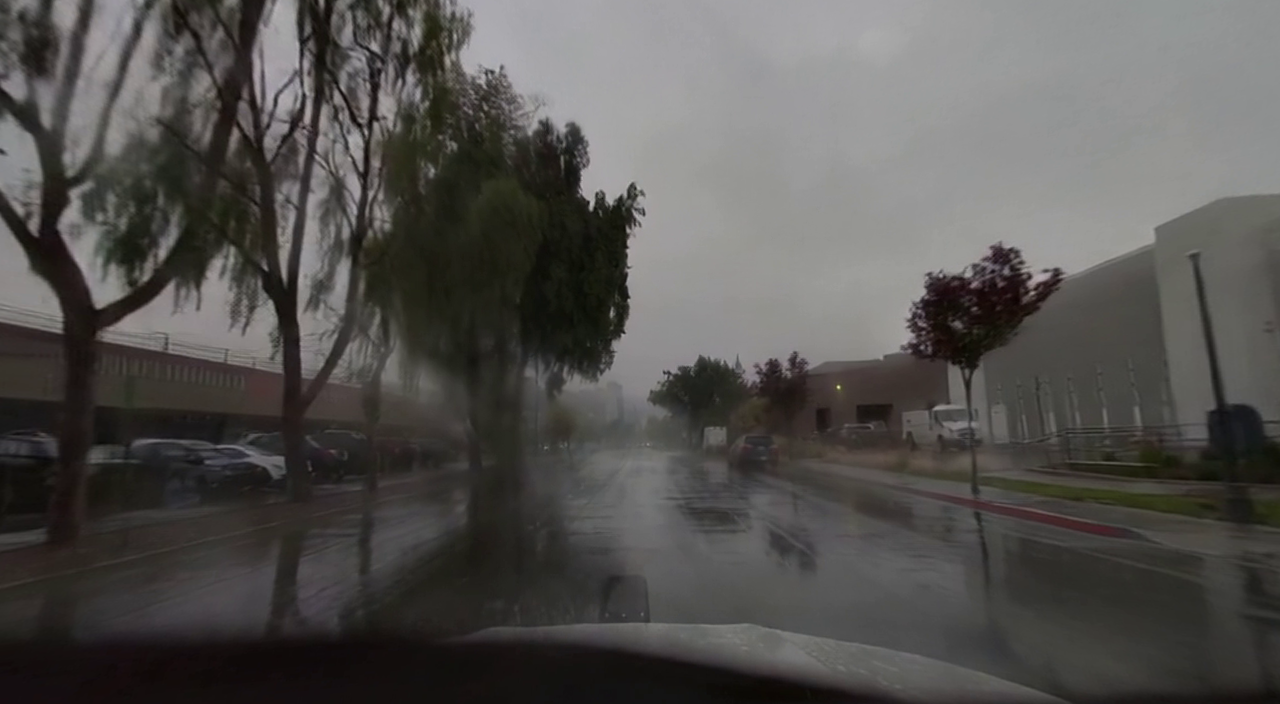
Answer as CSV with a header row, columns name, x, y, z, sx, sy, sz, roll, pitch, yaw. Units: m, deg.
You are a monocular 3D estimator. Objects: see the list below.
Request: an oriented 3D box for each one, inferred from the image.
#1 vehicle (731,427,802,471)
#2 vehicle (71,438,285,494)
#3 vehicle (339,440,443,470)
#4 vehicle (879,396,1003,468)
name,x,y,z,sx,sy,sz,roll,pitch,yaw
vehicle,6.153,4.789,31.352,2.338,1.942,5.267,0,-8,-1
vehicle,-14.475,3.595,20.085,4.954,1.614,2.227,0,-9,-4
vehicle,-13.599,5.647,34.659,4.765,1.517,2.182,0,-9,0
vehicle,13.273,3.646,28.404,2.935,2.889,5.499,-1,-8,2
